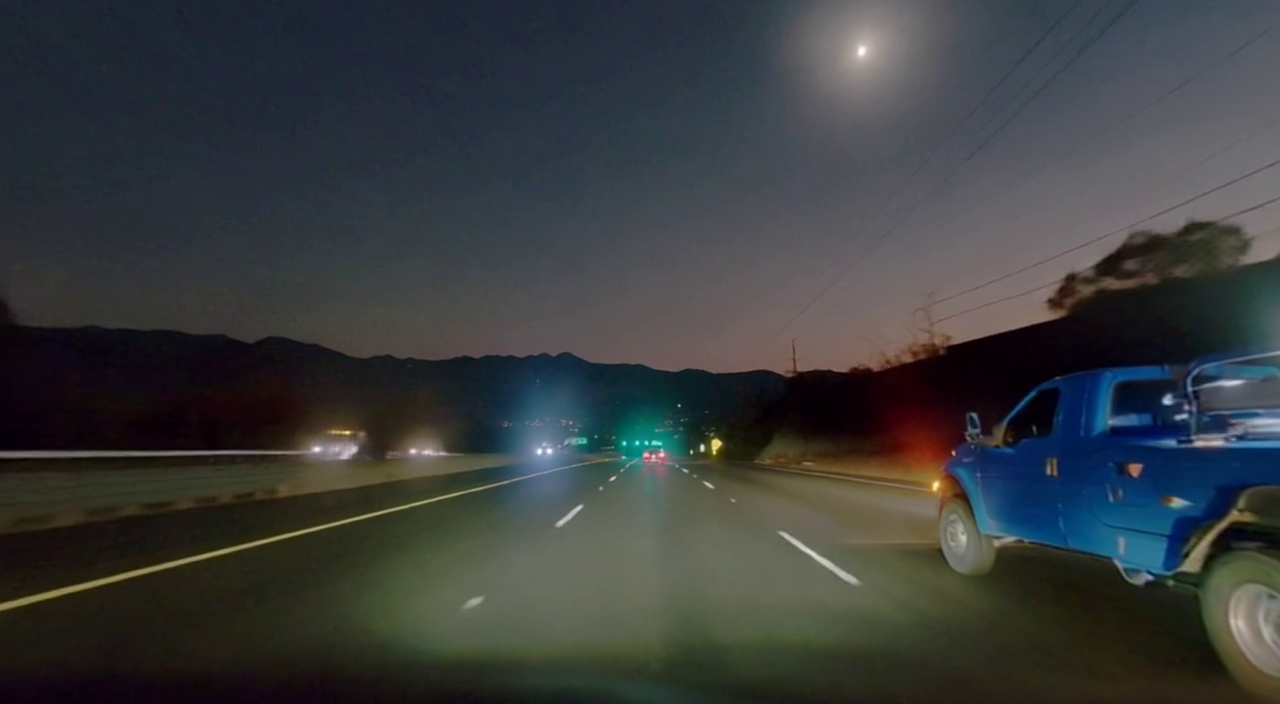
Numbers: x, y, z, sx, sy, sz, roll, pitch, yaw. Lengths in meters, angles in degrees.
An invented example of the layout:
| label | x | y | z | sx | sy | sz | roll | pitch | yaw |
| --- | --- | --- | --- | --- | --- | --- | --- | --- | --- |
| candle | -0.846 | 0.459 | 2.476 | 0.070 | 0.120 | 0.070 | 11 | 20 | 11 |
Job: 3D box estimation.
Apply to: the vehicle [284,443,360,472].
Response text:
| label | x | y | z | sx | sy | sz | roll | pitch | yaw |
| --- | --- | --- | --- | --- | --- | --- | --- | --- | --- |
| vehicle | -17.639 | 5.852 | 35.075 | 1.858 | 1.465 | 4.405 | 0 | -9 | 1 |

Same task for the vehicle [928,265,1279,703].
| label | x | y | z | sx | sy | sz | roll | pitch | yaw |
| --- | --- | --- | --- | --- | --- | --- | --- | --- | --- |
| vehicle | 4.064 | 0.756 | 2.753 | 2.538 | 2.228 | 6.370 | 0 | -9 | 0 |
